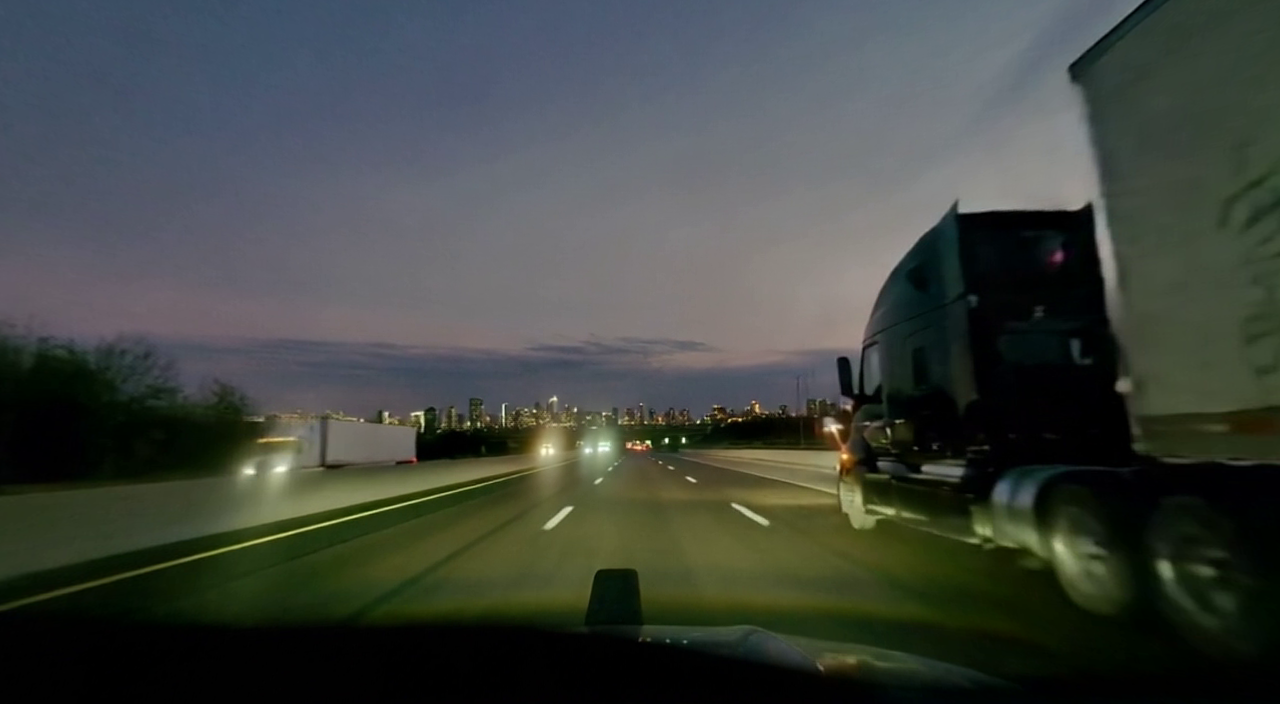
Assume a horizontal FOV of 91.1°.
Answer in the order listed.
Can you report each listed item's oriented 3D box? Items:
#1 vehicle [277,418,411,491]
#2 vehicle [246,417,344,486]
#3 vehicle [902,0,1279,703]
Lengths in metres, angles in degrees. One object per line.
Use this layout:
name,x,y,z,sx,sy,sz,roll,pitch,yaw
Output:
vehicle,-20.589,7.333,45.386,3.091,4.397,13.932,0,-9,-1
vehicle,-20.448,5.931,37.592,3.053,3.842,4.764,0,-9,-1
vehicle,4.433,0.003,3.696,3.016,3.938,5.838,0,-9,-1
